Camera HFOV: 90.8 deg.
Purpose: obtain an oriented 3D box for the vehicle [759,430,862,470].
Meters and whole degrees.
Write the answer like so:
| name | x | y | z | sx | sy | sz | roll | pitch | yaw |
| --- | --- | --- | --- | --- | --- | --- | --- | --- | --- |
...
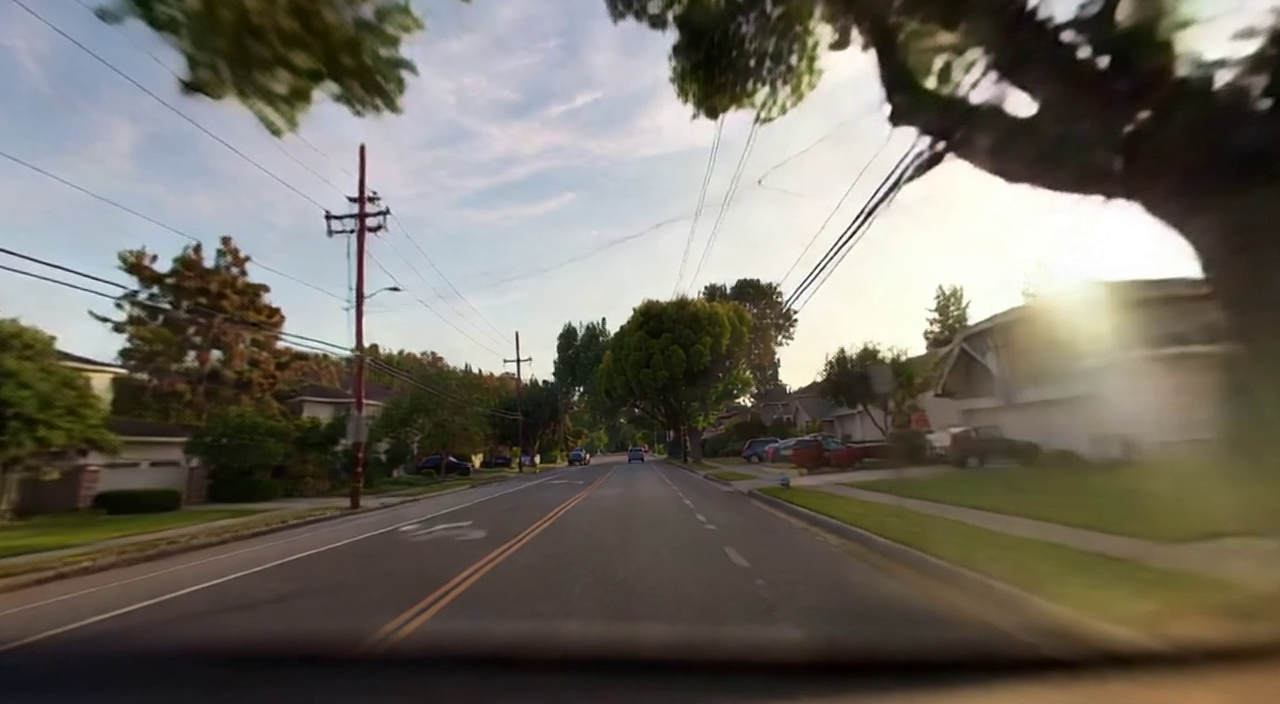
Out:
| name | x | y | z | sx | sy | sz | roll | pitch | yaw |
| --- | --- | --- | --- | --- | --- | --- | --- | --- | --- |
| vehicle | 8.872 | 5.141 | 33.193 | 4.747 | 1.942 | 2.158 | -1 | -9 | 0 |

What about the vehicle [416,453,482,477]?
| name | x | y | z | sx | sy | sz | roll | pitch | yaw |
| --- | --- | --- | --- | --- | --- | --- | --- | --- | --- |
| vehicle | -14.919 | 8.844 | 49.548 | 4.501 | 1.689 | 2.106 | -1 | -9 | 1 |
